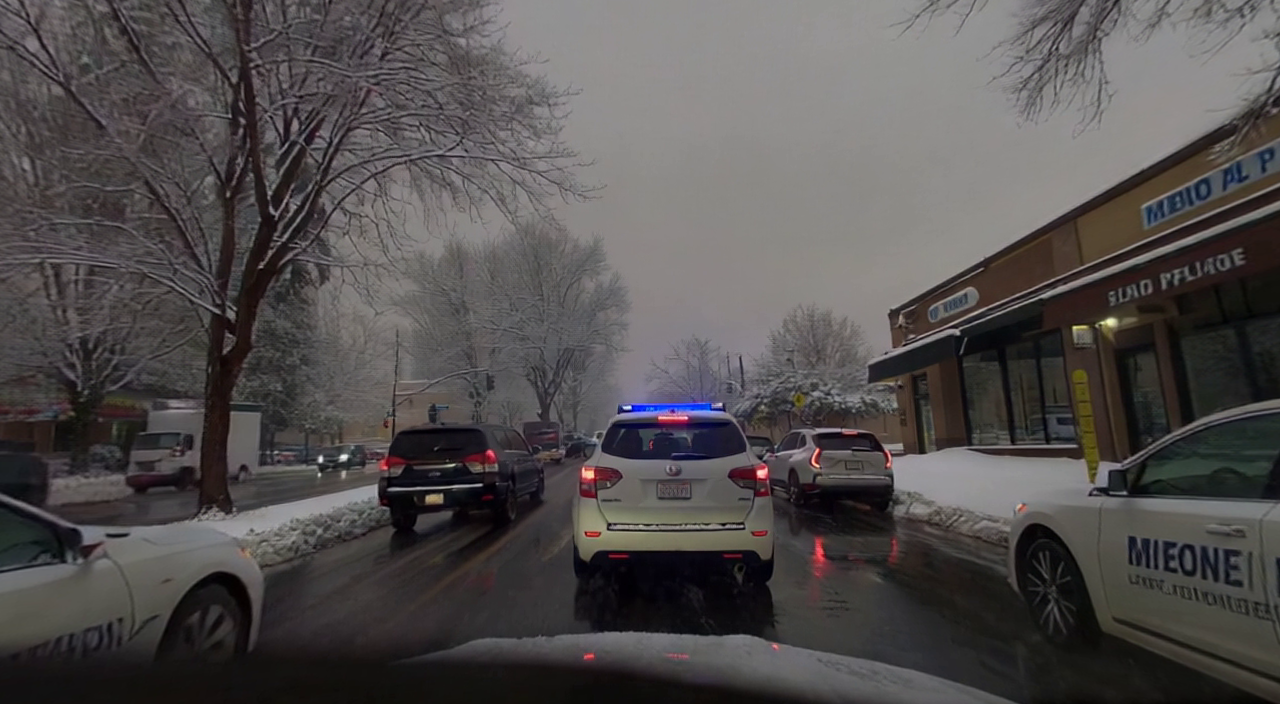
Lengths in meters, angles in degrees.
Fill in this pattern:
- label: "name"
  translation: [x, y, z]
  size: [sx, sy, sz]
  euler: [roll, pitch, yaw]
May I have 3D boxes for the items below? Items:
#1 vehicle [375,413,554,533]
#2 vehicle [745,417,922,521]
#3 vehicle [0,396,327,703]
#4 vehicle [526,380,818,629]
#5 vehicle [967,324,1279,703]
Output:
- label: "vehicle"
  translation: [-2.999, 2.186, 11.958]
  size: [2.135, 1.806, 4.514]
  euler: [0, -8, -1]
- label: "vehicle"
  translation: [4.048, 2.584, 14.540]
  size: [2.038, 1.865, 5.786]
  euler: [1, -8, -2]
- label: "vehicle"
  translation: [-2.942, 0.862, 1.834]
  size: [1.908, 1.474, 4.257]
  euler: [0, -8, -1]
- label: "vehicle"
  translation: [0.211, 1.385, 6.593]
  size: [2.075, 1.770, 4.018]
  euler: [0, -8, 0]
- label: "vehicle"
  translation: [4.008, 0.906, 3.243]
  size: [1.987, 1.877, 5.330]
  euler: [3, -8, 2]
